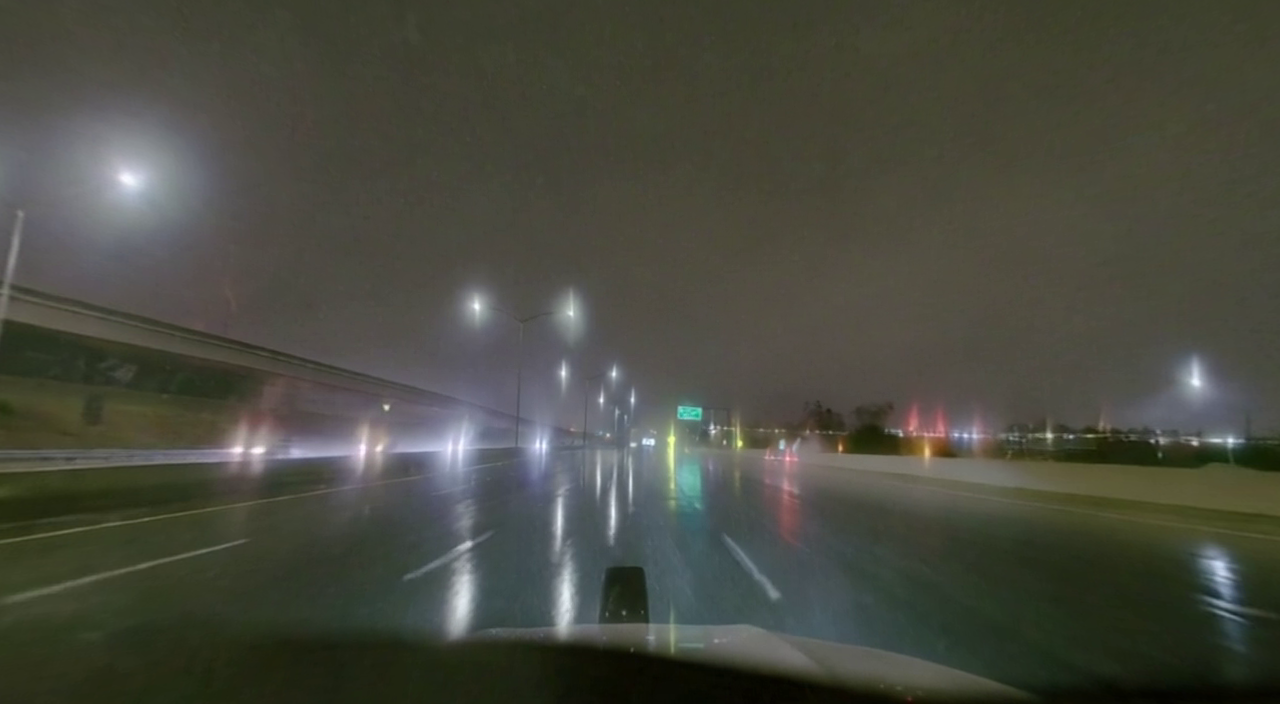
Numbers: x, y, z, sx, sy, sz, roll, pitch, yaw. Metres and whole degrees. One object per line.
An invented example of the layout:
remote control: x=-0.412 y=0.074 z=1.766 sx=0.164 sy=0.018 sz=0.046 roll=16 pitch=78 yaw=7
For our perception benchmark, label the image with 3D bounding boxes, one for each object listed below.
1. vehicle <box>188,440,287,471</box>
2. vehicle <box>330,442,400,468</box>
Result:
vehicle: x=-20.179 y=5.207 z=31.897 sx=2.001 sy=1.455 sz=4.391 roll=0 pitch=-8 yaw=1
vehicle: x=-16.420 y=6.151 z=37.957 sx=1.957 sy=1.446 sz=4.710 roll=0 pitch=-9 yaw=1
